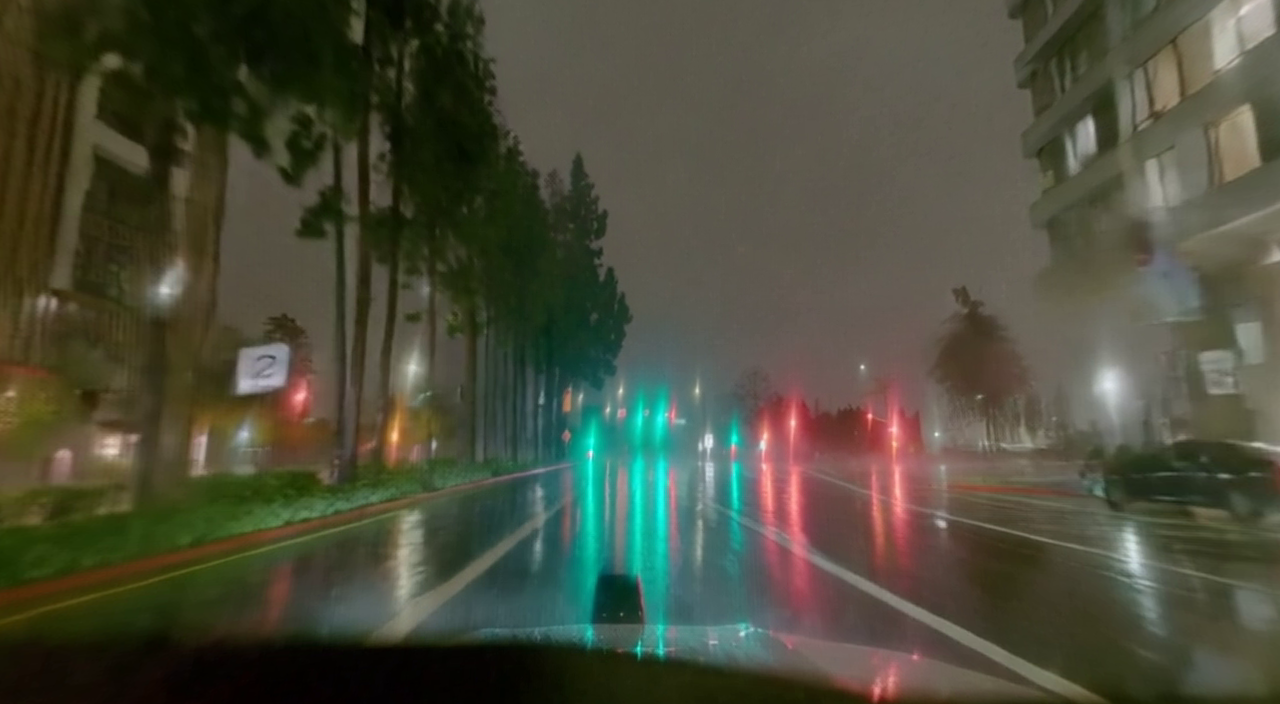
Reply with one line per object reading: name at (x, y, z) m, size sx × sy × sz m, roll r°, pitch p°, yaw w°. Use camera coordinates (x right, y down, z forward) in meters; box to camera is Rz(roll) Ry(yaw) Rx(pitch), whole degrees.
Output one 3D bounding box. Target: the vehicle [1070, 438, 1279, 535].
vehicle at (10.952, 2.437, 12.162) m, size 2.043 × 1.491 × 4.627 m, roll 0°, pitch -9°, yaw 0°
